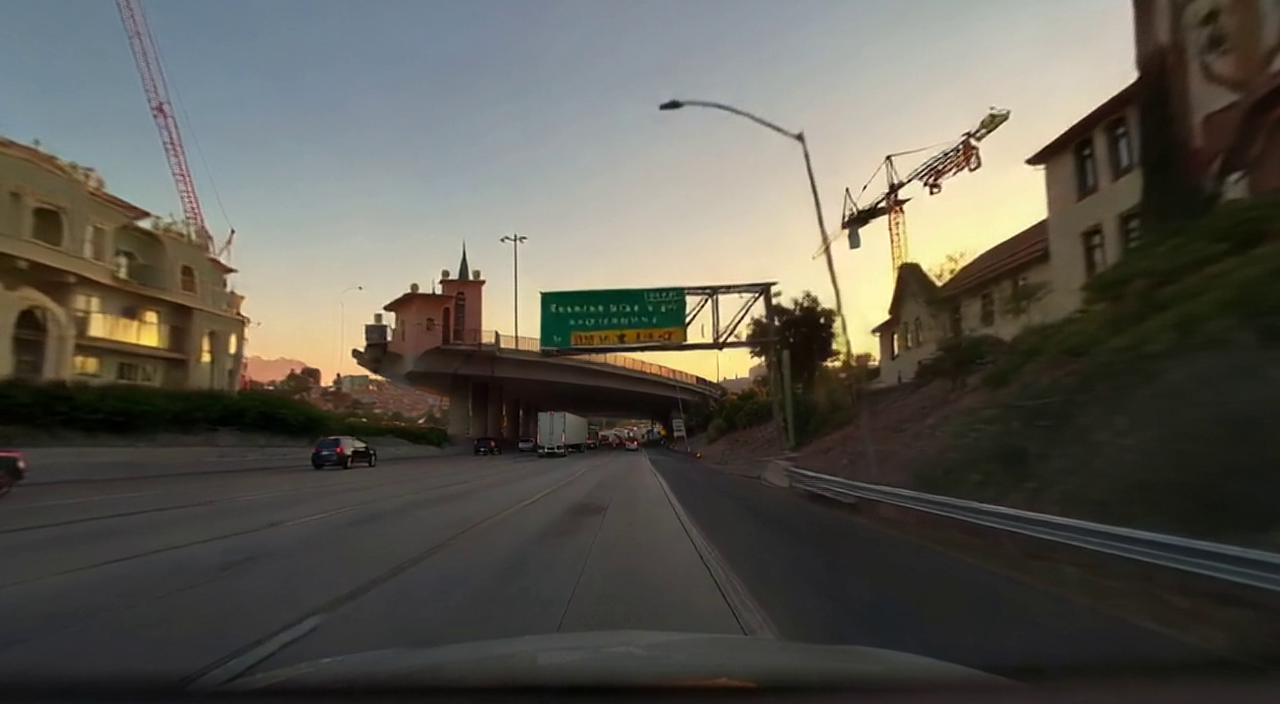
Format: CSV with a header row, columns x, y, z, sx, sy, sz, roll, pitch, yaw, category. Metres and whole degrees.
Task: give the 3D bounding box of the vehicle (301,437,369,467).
x,y,z,sx,sy,sz,roll,pitch,yaw,category
-18.852,6.197,39.281,1.932,1.752,4.541,0,-8,0,vehicle
